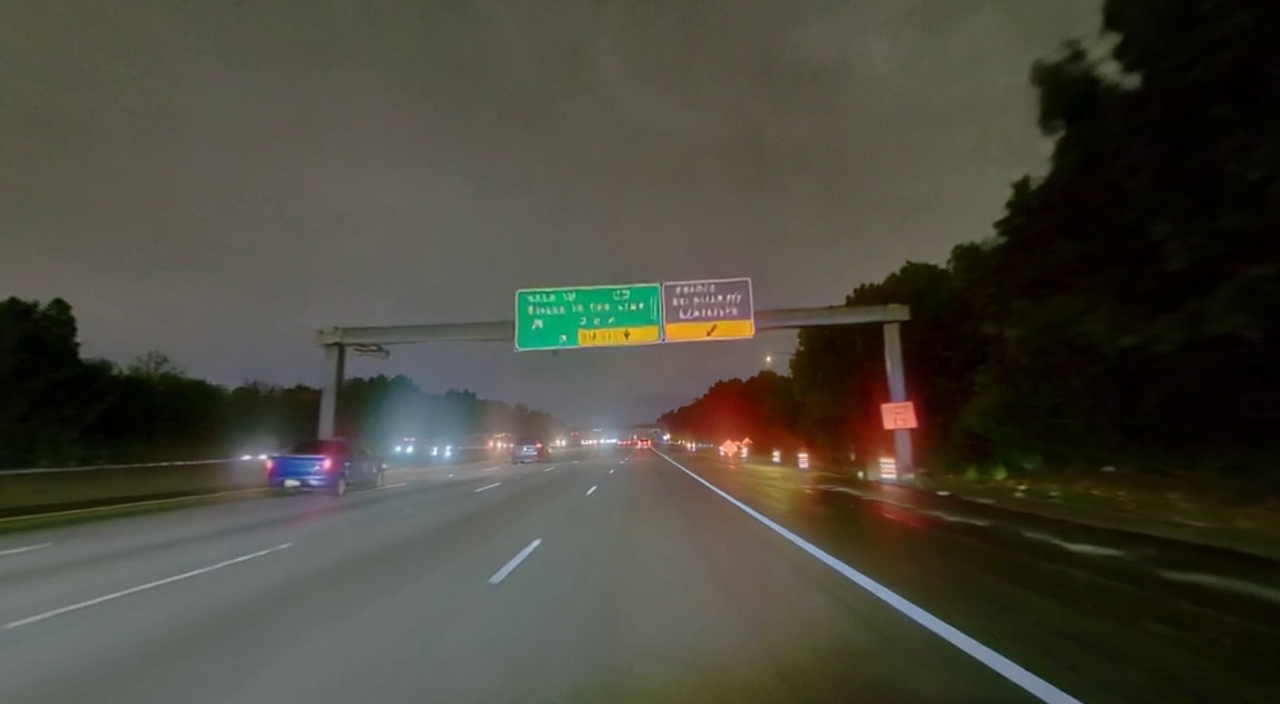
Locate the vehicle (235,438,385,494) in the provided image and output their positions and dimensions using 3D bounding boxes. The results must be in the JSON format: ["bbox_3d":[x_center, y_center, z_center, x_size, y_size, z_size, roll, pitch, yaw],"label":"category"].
[{"bbox_3d":[-9.939,3.456,19.491,2.122,1.511,4.576,0,-8,0],"label":"vehicle"}]

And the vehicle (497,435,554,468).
[{"bbox_3d":[-6.536,5.743,36.524,2.402,1.733,4.512,0,-8,1],"label":"vehicle"}]
